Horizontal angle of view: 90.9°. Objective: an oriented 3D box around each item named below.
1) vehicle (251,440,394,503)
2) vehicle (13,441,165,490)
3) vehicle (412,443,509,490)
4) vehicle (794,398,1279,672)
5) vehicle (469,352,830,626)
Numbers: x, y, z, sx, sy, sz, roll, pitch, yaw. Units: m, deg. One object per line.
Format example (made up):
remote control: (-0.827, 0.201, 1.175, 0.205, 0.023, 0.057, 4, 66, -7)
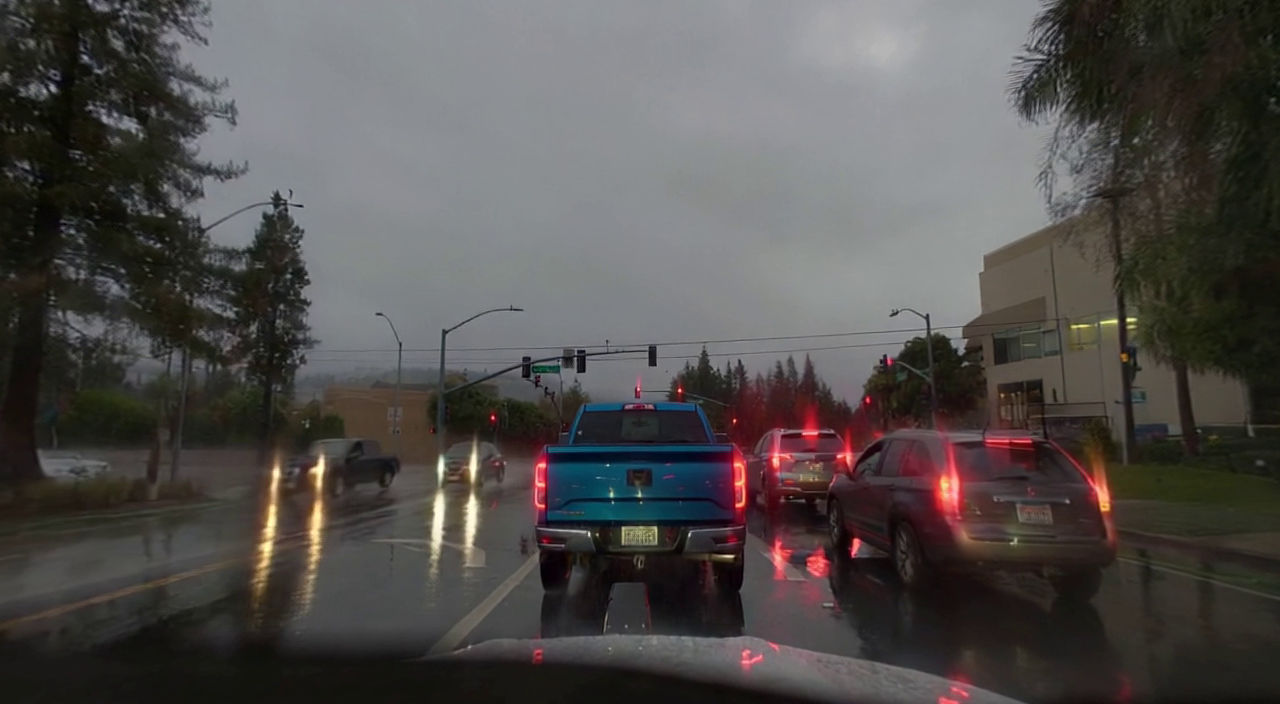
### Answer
vehicle: (-9.392, 3.538, 19.166, 1.920, 1.563, 4.643, -3, -8, 0)
vehicle: (-21.751, 4.464, 25.206, 2.062, 1.764, 4.508, 0, -8, -2)
vehicle: (-6.132, 3.941, 22.154, 1.994, 1.469, 4.367, 0, -8, 2)
vehicle: (3.333, 1.507, 6.523, 2.155, 1.667, 5.162, 0, -8, 0)
vehicle: (0.086, 1.395, 7.424, 2.636, 2.011, 5.425, 0, -8, 0)
